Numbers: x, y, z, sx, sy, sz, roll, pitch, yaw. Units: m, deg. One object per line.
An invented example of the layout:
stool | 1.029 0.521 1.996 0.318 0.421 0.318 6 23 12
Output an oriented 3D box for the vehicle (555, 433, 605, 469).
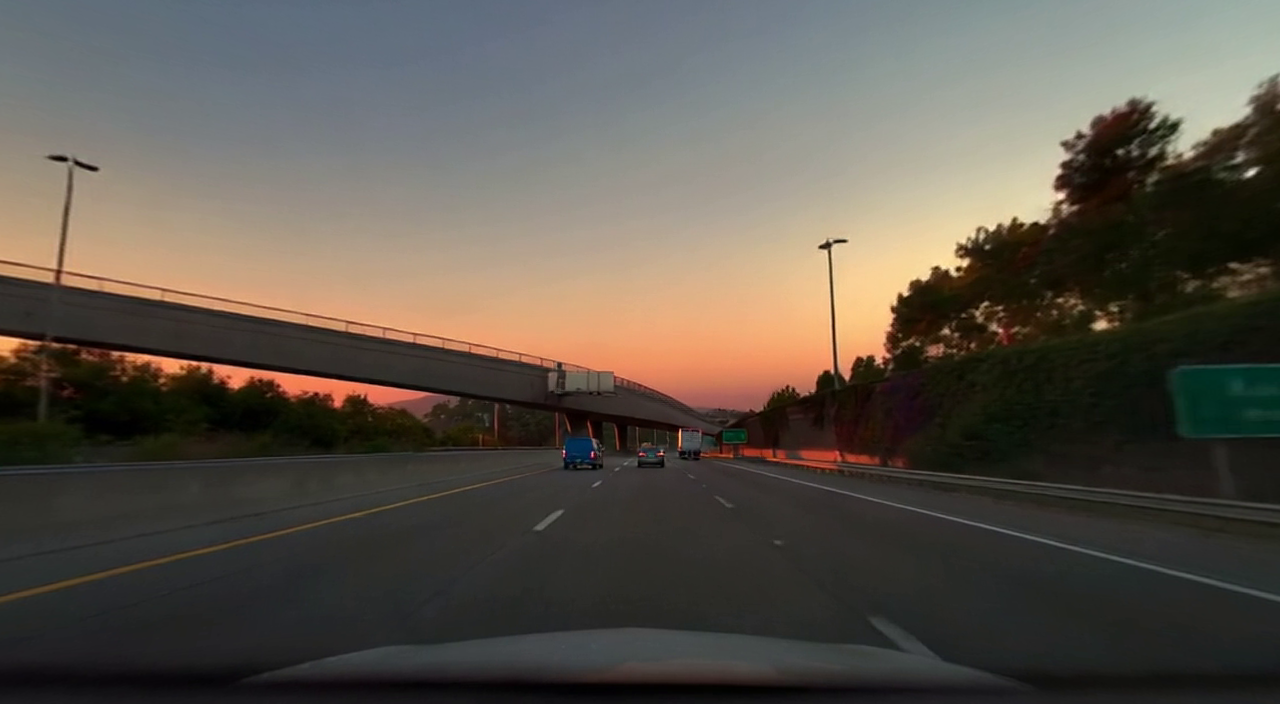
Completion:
vehicle | -3.378 5.700 36.289 2.264 1.901 4.647 0 -9 2

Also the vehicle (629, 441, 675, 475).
vehicle | 0.591 5.170 30.995 2.086 1.548 4.325 0 -9 1
